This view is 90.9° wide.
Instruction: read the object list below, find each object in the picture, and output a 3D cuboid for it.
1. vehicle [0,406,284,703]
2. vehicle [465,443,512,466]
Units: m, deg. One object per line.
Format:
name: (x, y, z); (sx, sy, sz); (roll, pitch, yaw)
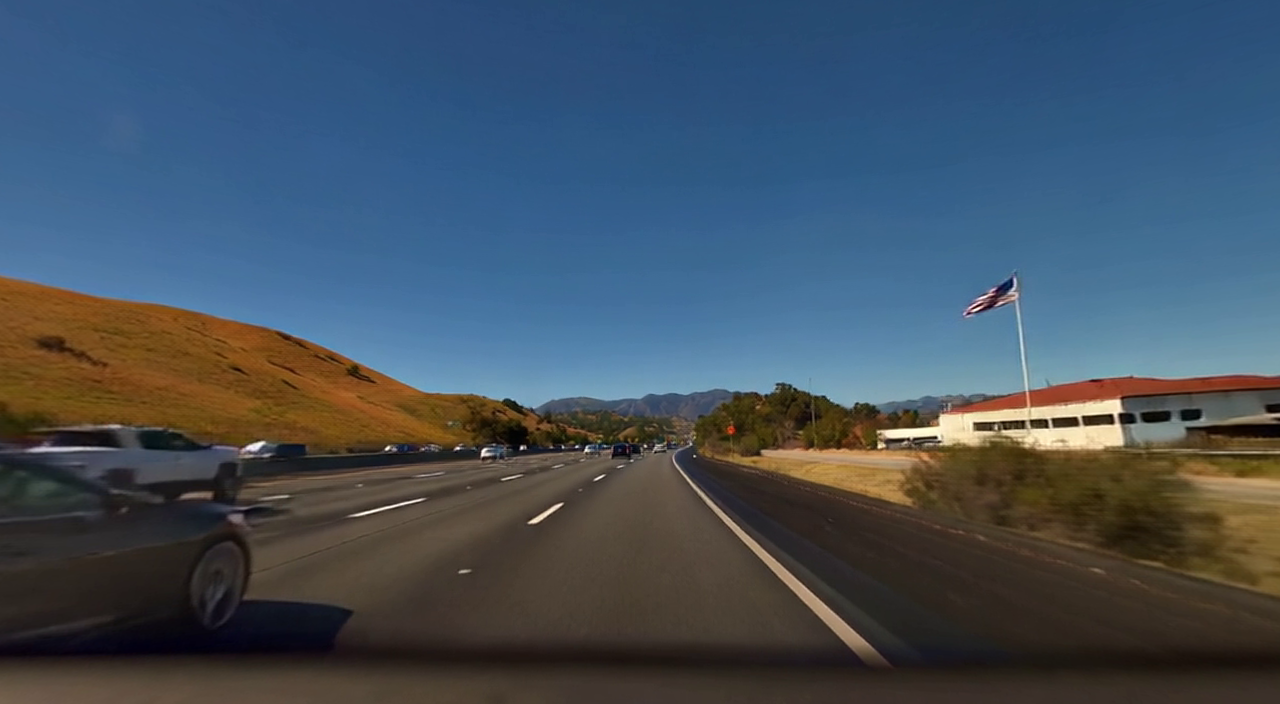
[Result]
vehicle: (-3.525, 0.949, 2.359); (1.896, 1.491, 4.146); (0, -8, 1)
vehicle: (-10.183, 6.921, 42.766); (1.927, 1.454, 4.395); (-1, -8, 3)
